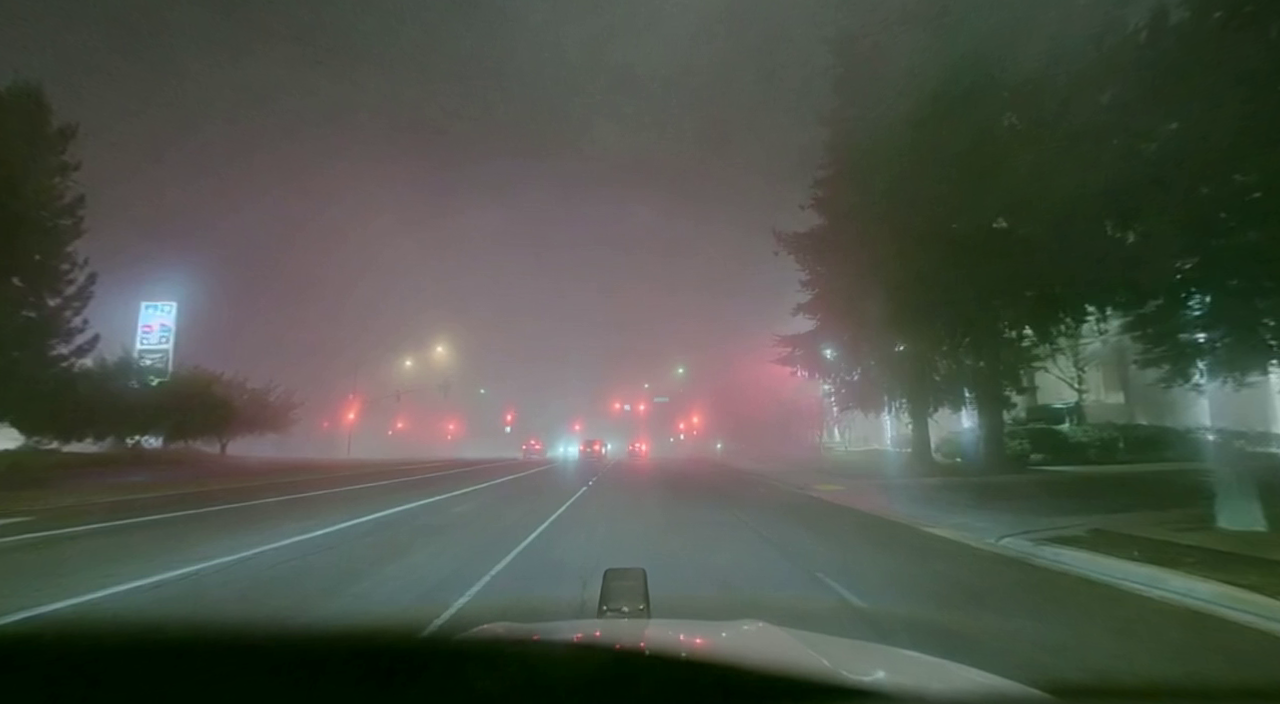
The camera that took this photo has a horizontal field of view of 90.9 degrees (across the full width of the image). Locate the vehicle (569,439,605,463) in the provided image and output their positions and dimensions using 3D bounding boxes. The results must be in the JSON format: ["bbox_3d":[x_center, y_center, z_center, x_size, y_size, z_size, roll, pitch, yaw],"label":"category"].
[{"bbox_3d":[-3.428,6.499,41.534,2.029,1.517,4.375,0,-8,0],"label":"vehicle"}]
